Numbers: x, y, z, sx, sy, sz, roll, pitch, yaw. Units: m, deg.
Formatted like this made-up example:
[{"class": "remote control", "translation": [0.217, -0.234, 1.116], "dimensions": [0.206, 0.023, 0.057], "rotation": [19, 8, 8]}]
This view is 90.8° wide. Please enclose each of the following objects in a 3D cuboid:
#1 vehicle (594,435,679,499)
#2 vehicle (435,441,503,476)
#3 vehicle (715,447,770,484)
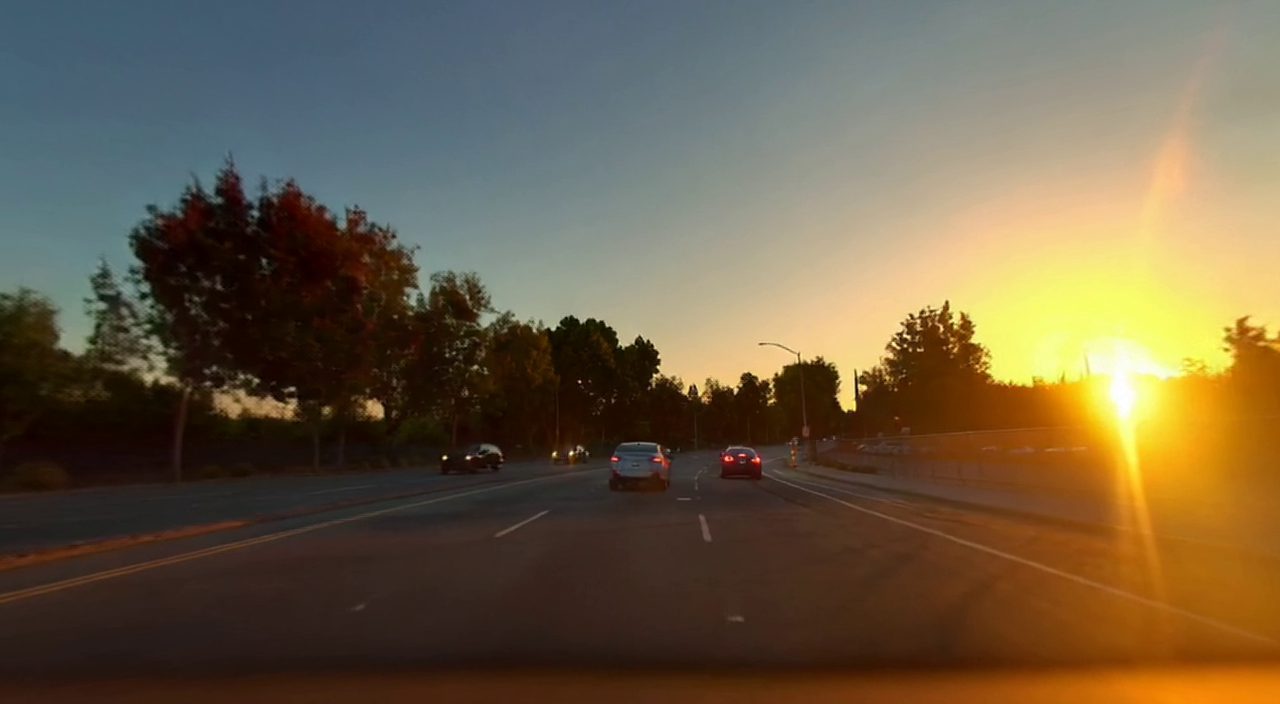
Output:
[{"class": "vehicle", "translation": [0.035, 3.396, 19.089], "dimensions": [2.105, 1.676, 4.541], "rotation": [-1, -9, 5]}, {"class": "vehicle", "translation": [-9.437, 5.925, 35.258], "dimensions": [2.034, 1.791, 4.582], "rotation": [-1, -9, 7]}, {"class": "vehicle", "translation": [4.399, 4.893, 27.675], "dimensions": [2.147, 1.474, 4.083], "rotation": [-1, -9, 6]}]
